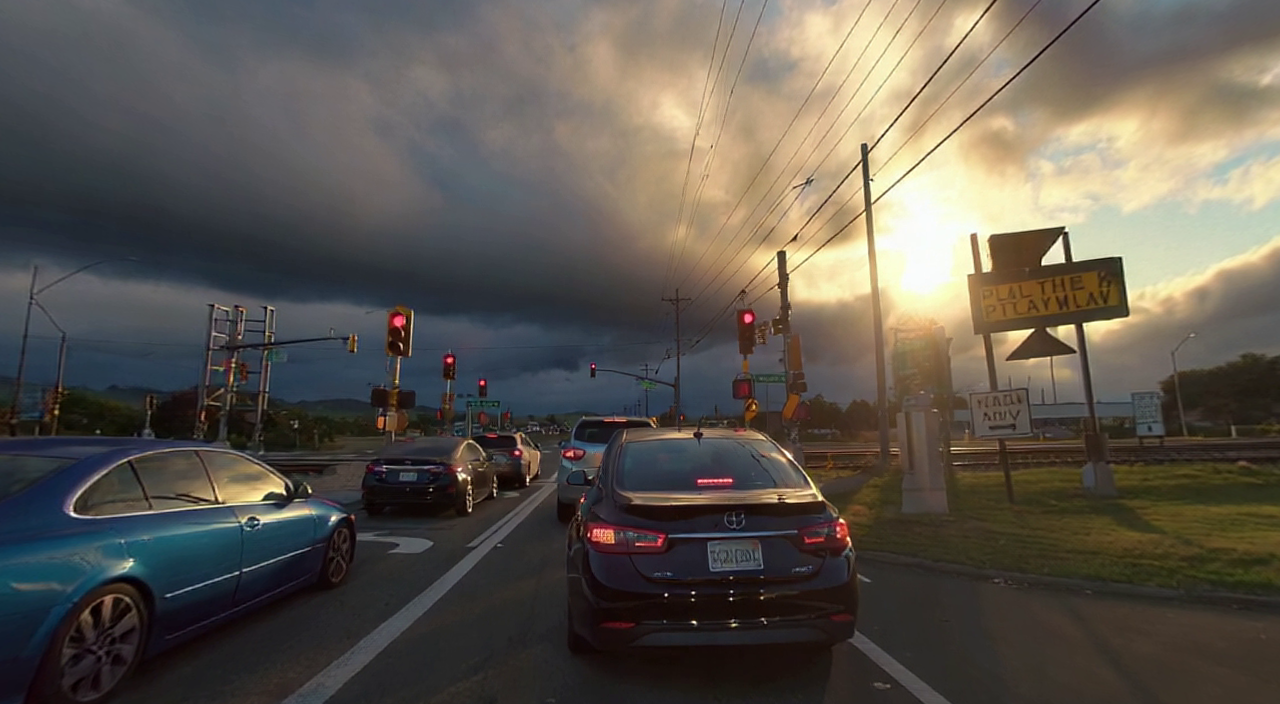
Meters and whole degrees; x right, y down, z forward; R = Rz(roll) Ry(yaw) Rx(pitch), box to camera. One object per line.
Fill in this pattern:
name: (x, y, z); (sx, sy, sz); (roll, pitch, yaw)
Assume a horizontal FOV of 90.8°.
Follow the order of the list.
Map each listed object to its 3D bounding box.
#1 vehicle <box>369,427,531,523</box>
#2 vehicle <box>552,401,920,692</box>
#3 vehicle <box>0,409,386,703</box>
vehicle: (-3.369, 2.262, 12.076); (1.984, 1.505, 3.982); (0, -9, -2)
vehicle: (0.406, 1.336, 5.455); (1.998, 1.529, 3.960); (1, -9, -4)
vehicle: (-3.712, 1.247, 4.437); (1.956, 1.468, 4.585); (0, -9, 0)
